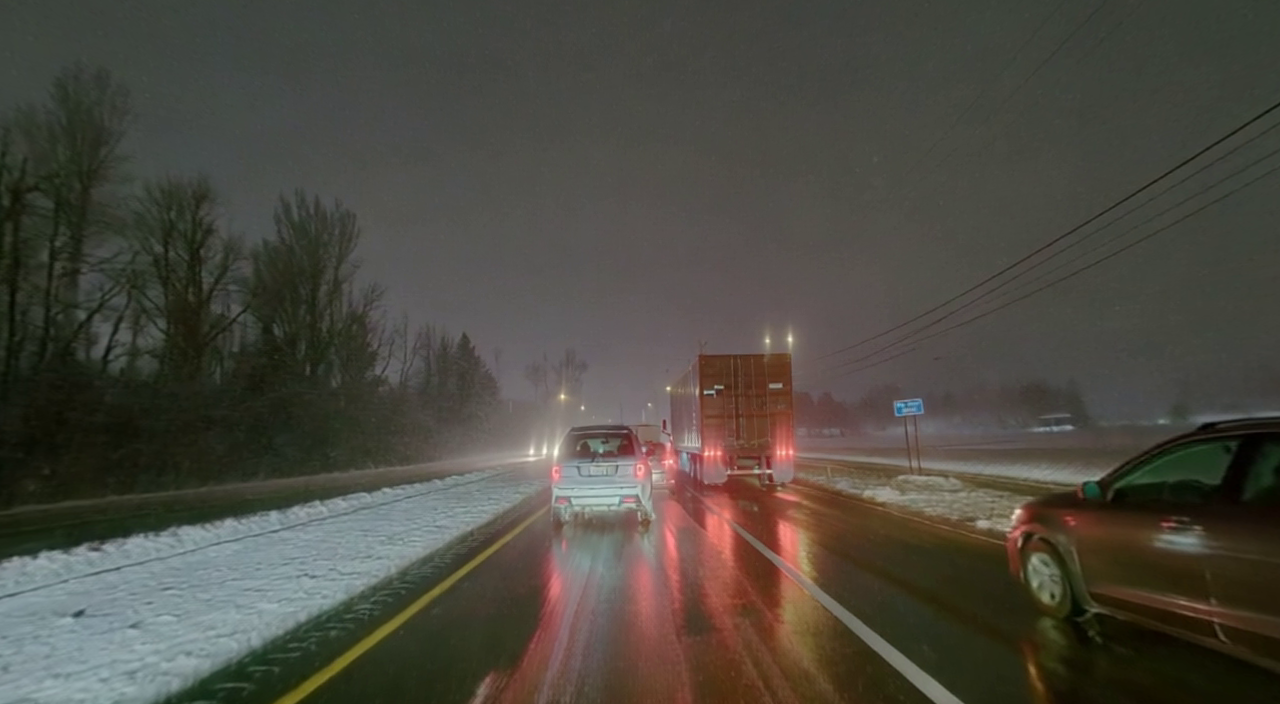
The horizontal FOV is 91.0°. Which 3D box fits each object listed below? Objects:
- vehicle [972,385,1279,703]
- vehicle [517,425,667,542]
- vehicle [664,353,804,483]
[{"bbox_3d":[3.583,0.889,2.510,1.960,1.515,4.713,0,-8,0],"label":"vehicle"},{"bbox_3d":[-0.688,2.065,10.557,2.009,1.554,4.013,0,-8,-1],"label":"vehicle"},{"bbox_3d":[3.427,3.343,29.127,3.591,4.290,16.696,0,-8,-1],"label":"vehicle"}]
